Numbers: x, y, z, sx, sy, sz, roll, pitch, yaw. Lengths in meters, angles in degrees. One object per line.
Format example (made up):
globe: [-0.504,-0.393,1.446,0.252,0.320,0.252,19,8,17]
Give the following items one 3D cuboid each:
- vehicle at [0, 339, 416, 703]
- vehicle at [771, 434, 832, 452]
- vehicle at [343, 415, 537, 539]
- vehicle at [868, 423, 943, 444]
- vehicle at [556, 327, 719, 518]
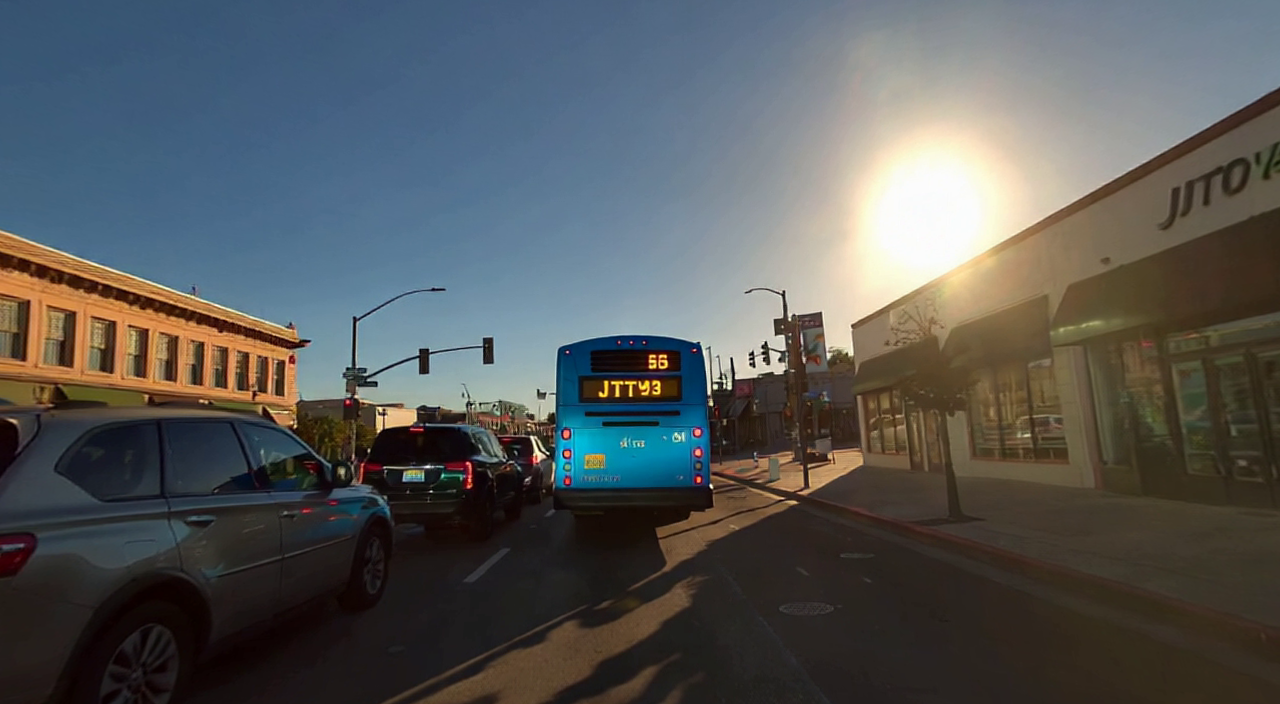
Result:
vehicle: [-3.222,1.096,3.974,2.020,1.725,4.384,0,-8,0]
vehicle: [11.904,6.740,46.667,3.949,1.337,1.738,0,-9,-3]
vehicle: [-3.352,2.209,11.783,2.096,1.828,4.669,0,-8,0]
vehicle: [19.794,6.114,47.214,4.827,1.555,1.863,1,-9,-6]
vehicle: [-0.305,1.999,16.557,2.938,3.468,9.972,0,-8,-3]
